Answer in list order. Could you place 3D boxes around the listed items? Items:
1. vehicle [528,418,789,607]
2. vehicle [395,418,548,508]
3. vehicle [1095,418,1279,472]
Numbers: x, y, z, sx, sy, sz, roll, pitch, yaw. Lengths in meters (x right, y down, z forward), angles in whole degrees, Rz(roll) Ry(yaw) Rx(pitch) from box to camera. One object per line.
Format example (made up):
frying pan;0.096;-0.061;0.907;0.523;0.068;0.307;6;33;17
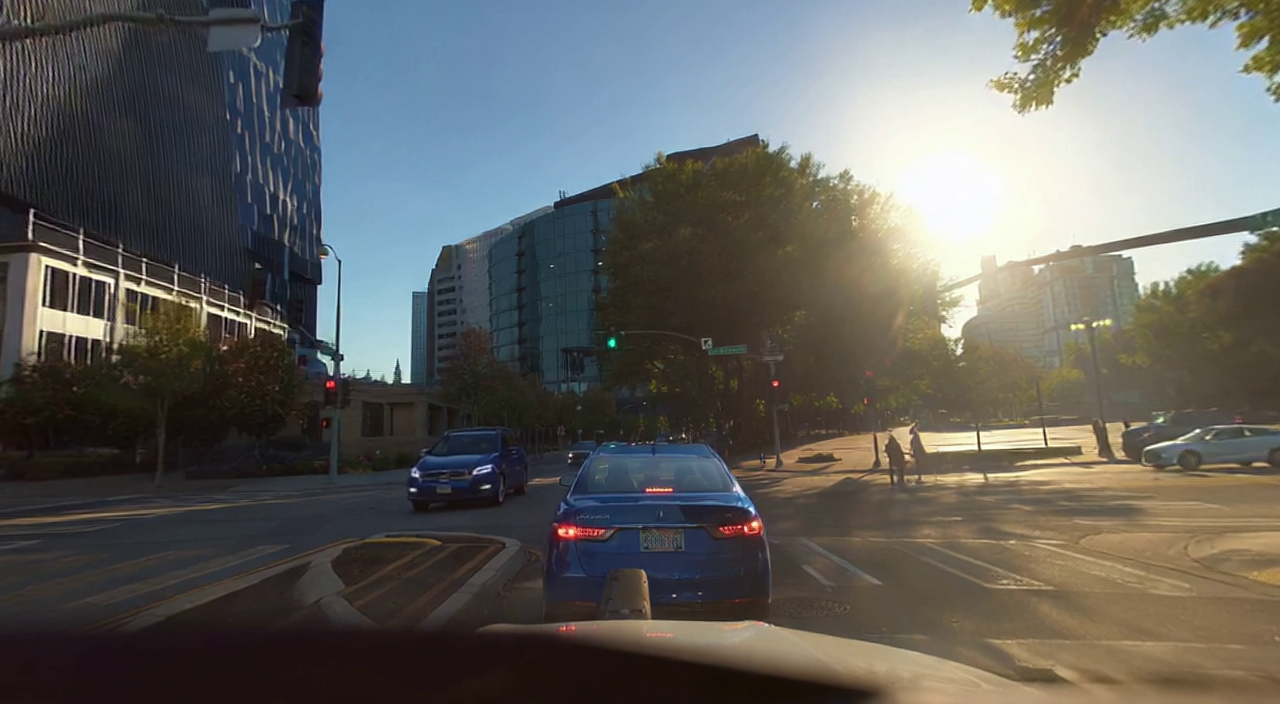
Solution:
vehicle;-0.140;1.647;7.478;1.893;1.532;4.145;2;-9;-16
vehicle;-4.054;2.819;16.451;2.317;1.924;5.518;0;-8;2
vehicle;19.137;3.265;22.212;4.675;1.772;1.945;0;-8;-1
